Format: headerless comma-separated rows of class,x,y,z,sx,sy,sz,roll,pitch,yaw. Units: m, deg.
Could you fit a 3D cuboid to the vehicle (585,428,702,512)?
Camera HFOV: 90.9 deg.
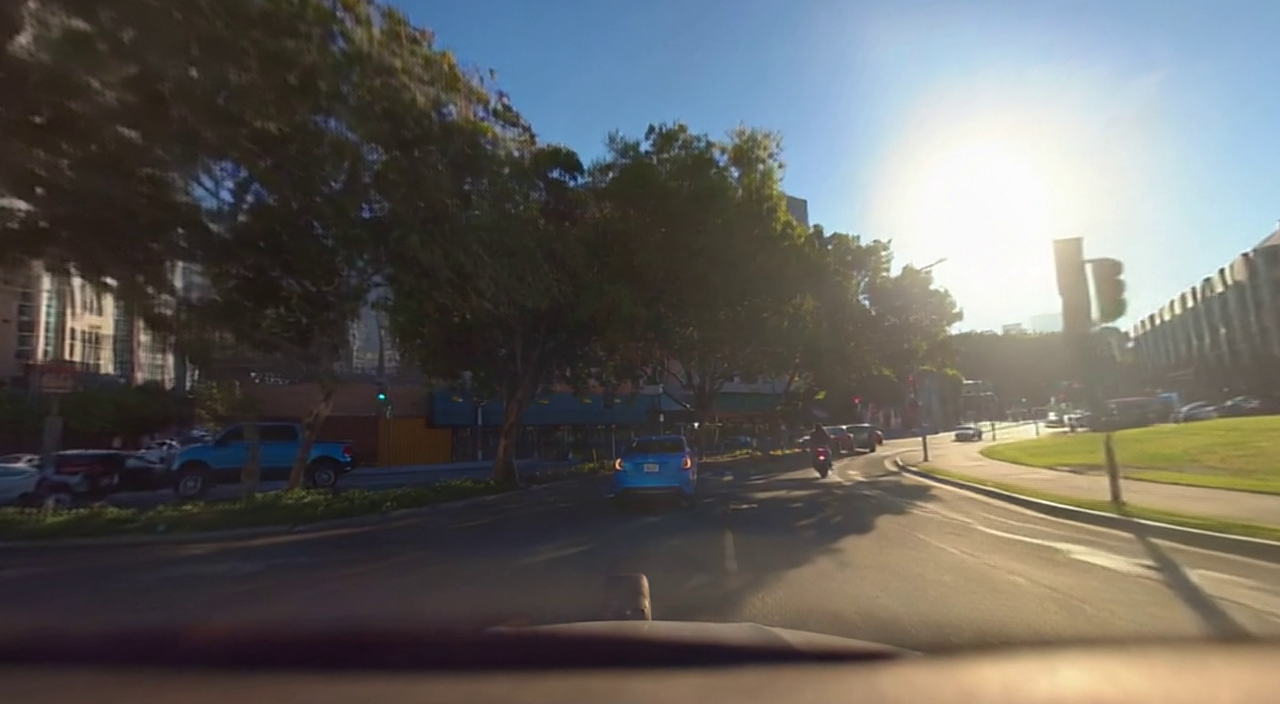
vehicle,0.133,2.428,13.405,2.118,1.480,3.949,-1,-8,2

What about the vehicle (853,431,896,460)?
vehicle,13.603,5.419,36.476,1.822,1.555,3.574,-5,-9,27

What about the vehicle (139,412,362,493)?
vehicle,-15.209,3.975,25.333,2.287,2.780,7.166,-6,-10,32

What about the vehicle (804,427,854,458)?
vehicle,12.047,5.754,39.886,2.212,1.790,4.768,-4,-9,25
